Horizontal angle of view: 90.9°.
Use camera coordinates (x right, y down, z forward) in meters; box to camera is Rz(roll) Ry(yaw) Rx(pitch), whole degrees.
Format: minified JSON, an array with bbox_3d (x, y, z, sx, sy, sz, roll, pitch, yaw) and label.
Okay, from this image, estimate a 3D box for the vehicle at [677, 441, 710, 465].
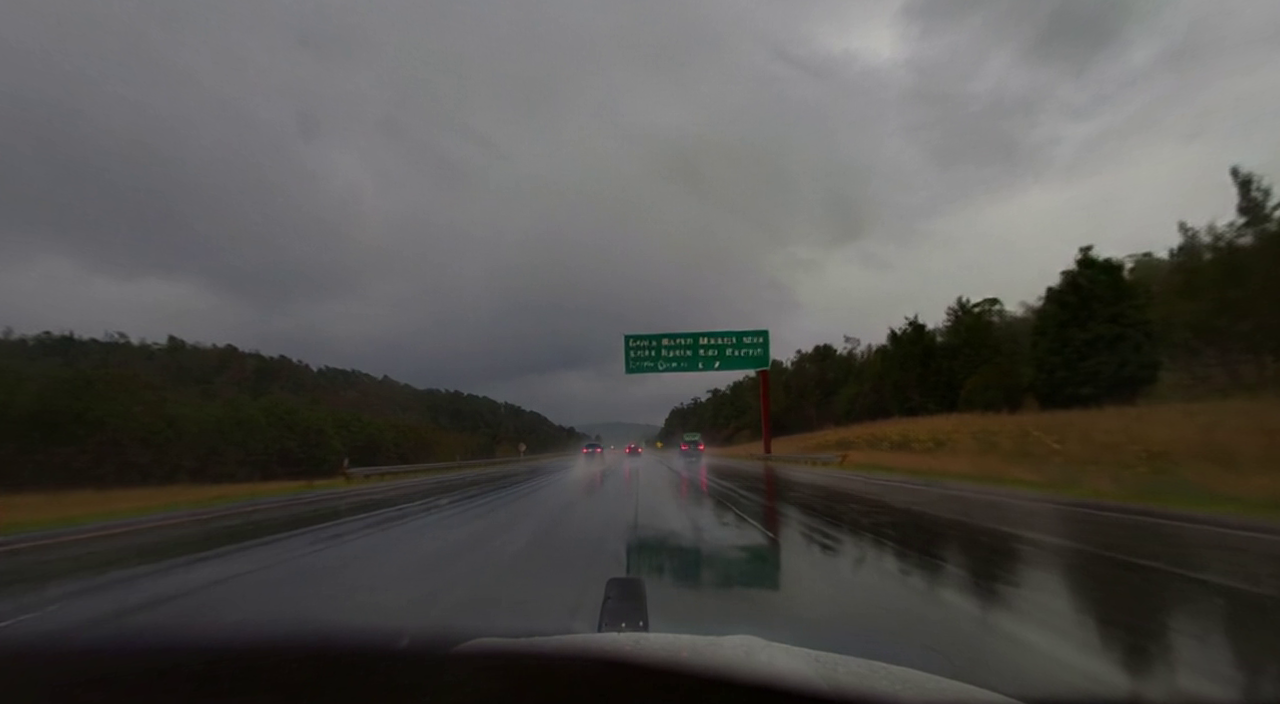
[{"bbox_3d":[4.008,7.677,48.066,1.995,1.712,4.206,0,-8,-2],"label":"vehicle"}]
